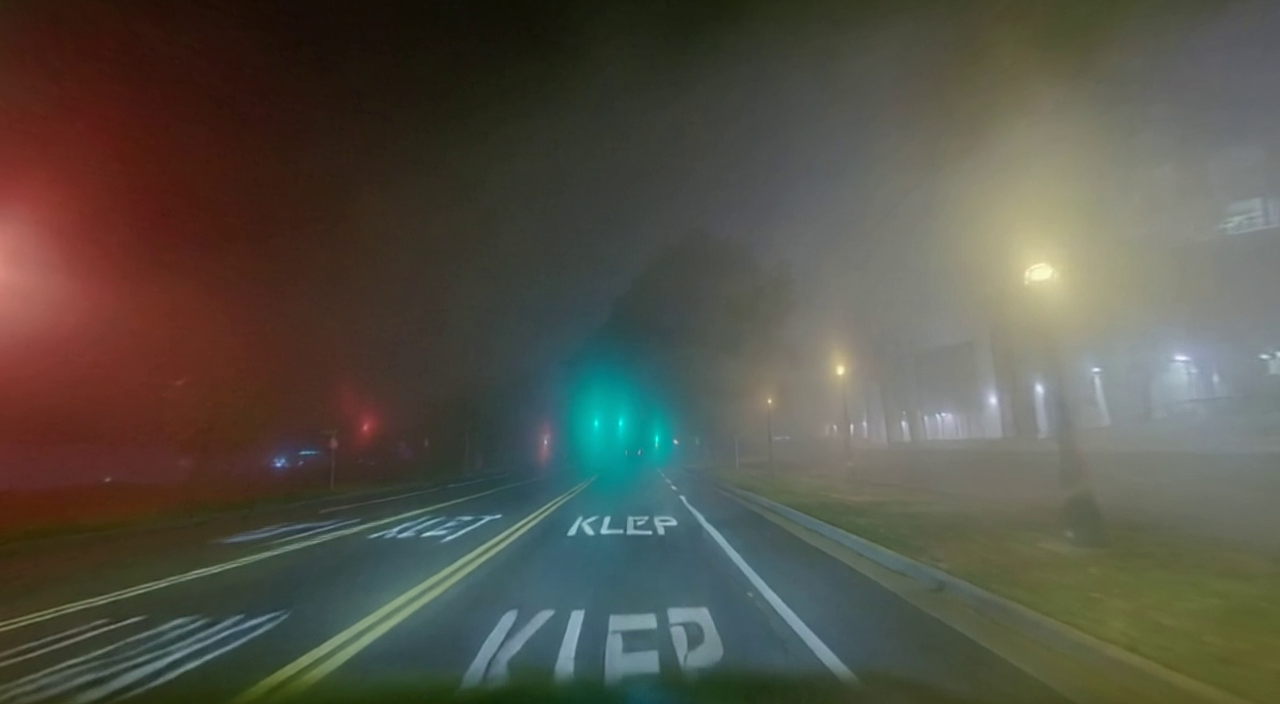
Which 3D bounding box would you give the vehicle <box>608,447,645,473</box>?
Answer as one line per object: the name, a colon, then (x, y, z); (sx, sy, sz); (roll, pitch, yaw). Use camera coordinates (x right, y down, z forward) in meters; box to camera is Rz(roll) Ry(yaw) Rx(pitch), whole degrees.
vehicle: (-0.833, 6.539, 38.609); (2.131, 1.474, 4.146); (0, -9, -1)
